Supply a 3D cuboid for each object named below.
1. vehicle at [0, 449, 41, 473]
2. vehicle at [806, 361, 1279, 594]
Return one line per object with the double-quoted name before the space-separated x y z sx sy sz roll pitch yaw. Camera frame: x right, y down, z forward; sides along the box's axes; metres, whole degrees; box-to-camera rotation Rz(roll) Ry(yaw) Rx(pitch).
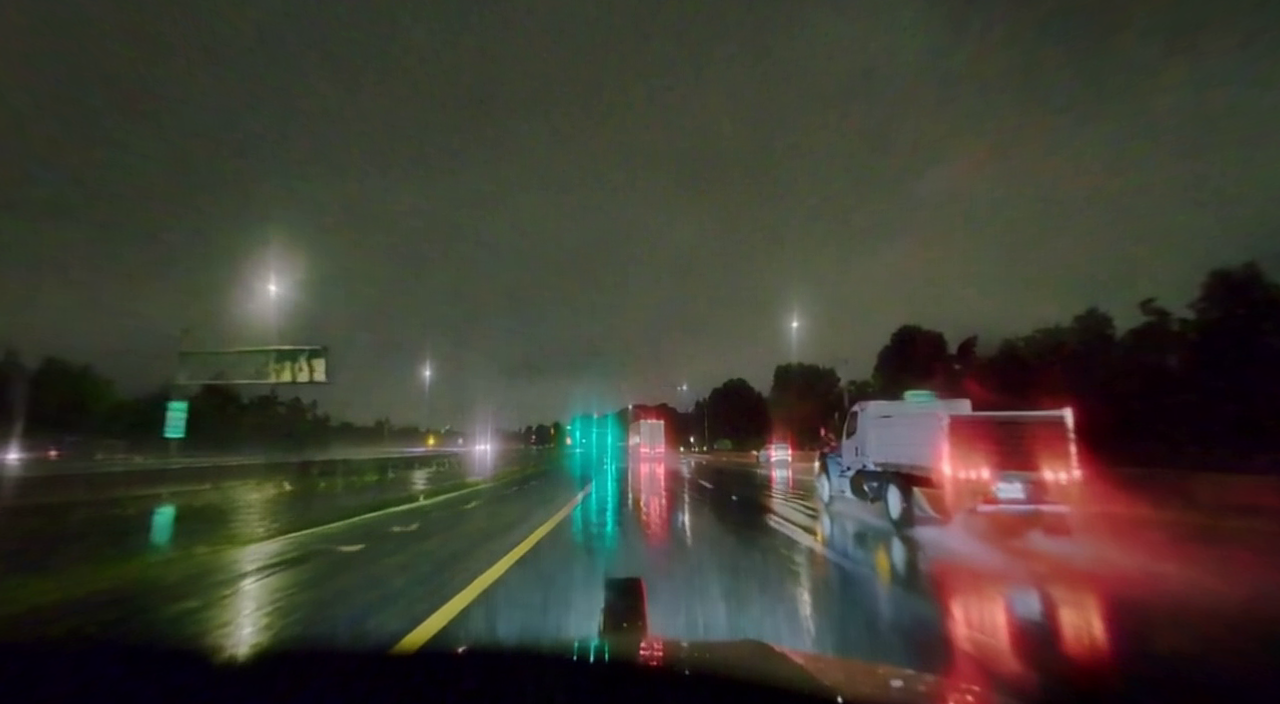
"vehicle" -47.737 8.206 47.688 1.970 1.511 3.878 5 -8 -20
"vehicle" 4.163 1.454 8.215 2.383 1.959 5.669 0 -8 -1
